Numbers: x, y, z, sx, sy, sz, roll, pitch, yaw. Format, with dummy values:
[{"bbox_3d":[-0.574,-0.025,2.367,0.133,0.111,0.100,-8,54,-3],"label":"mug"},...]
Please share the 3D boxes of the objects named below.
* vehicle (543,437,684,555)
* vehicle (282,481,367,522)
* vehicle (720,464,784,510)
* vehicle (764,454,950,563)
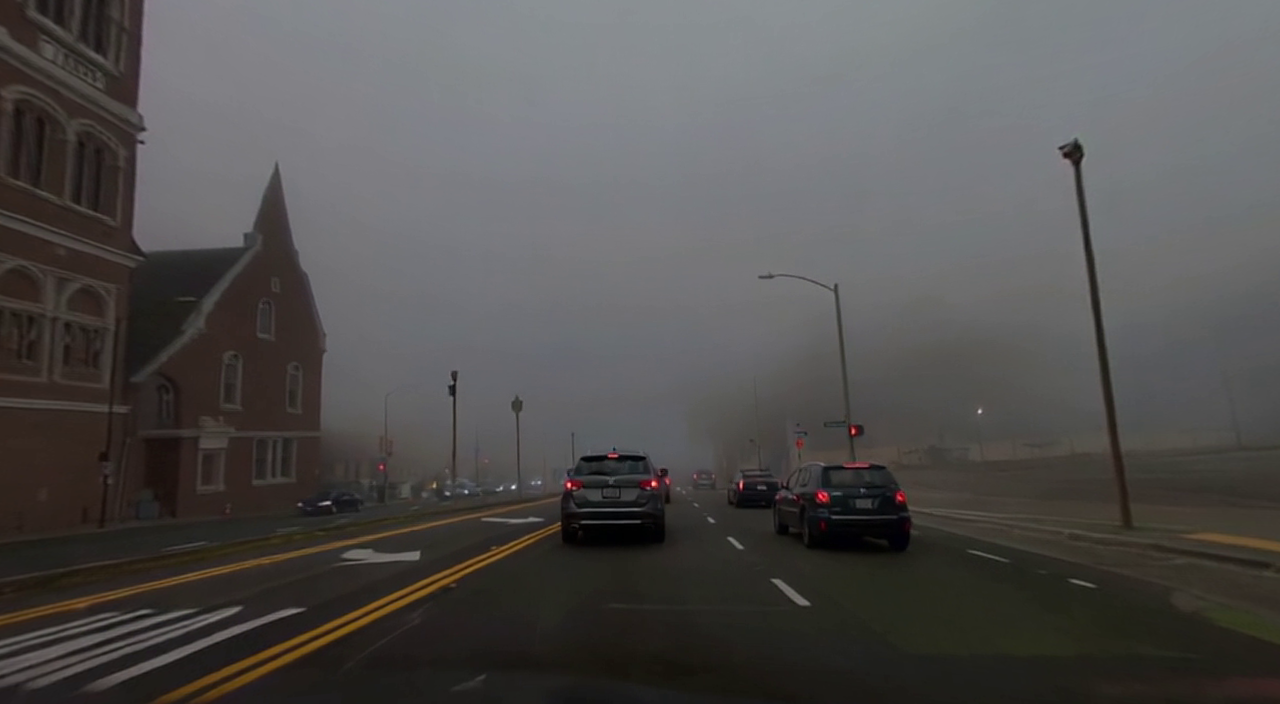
[{"bbox_3d":[-0.359,2.539,11.879,2.168,1.776,4.135,-1,-8,2],"label":"vehicle"},{"bbox_3d":[-15.931,7.546,32.222,1.901,1.532,4.733,-1,-7,1],"label":"vehicle"},{"bbox_3d":[4.289,5.232,24.890,1.890,1.491,4.166,-1,-8,2],"label":"vehicle"},{"bbox_3d":[3.562,2.619,11.373,1.883,1.472,4.471,-1,-8,2],"label":"vehicle"}]
